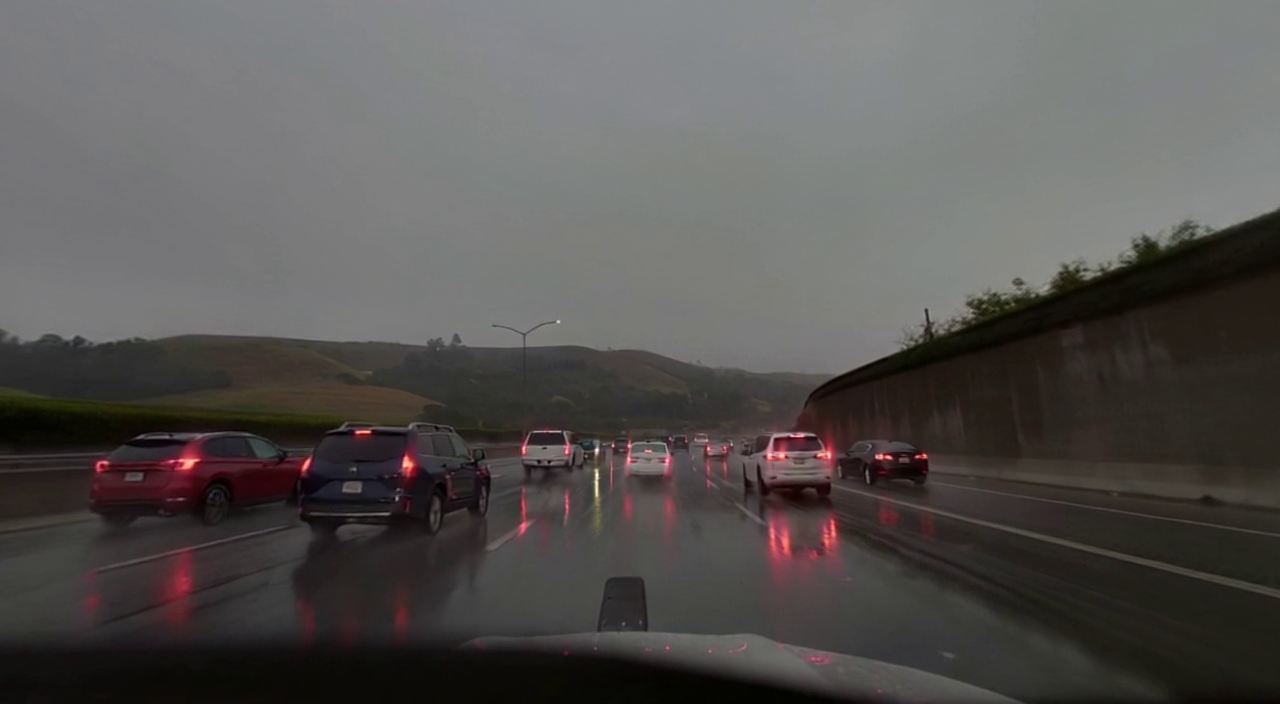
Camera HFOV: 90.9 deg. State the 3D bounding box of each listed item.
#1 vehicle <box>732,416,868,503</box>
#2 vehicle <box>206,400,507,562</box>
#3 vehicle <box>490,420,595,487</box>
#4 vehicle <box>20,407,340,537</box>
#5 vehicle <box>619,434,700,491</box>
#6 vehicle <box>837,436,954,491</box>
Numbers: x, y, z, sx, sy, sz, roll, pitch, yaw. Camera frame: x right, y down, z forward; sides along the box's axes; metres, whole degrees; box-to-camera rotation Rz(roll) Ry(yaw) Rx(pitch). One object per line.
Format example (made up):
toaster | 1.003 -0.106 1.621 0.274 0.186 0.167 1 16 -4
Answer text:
vehicle | 3.595 2.522 15.167 2.046 1.765 4.534 0 -8 0
vehicle | -3.524 1.706 9.054 2.179 1.723 4.410 0 -8 1
vehicle | -2.994 3.304 20.789 2.301 1.902 5.374 -1 -8 3
vehicle | -7.667 2.040 11.357 2.017 1.810 4.782 0 -8 2
vehicle | 0.562 3.205 18.654 2.105 1.471 4.349 0 -8 2
vehicle | 7.502 3.284 19.006 1.846 1.469 4.166 0 -8 1
